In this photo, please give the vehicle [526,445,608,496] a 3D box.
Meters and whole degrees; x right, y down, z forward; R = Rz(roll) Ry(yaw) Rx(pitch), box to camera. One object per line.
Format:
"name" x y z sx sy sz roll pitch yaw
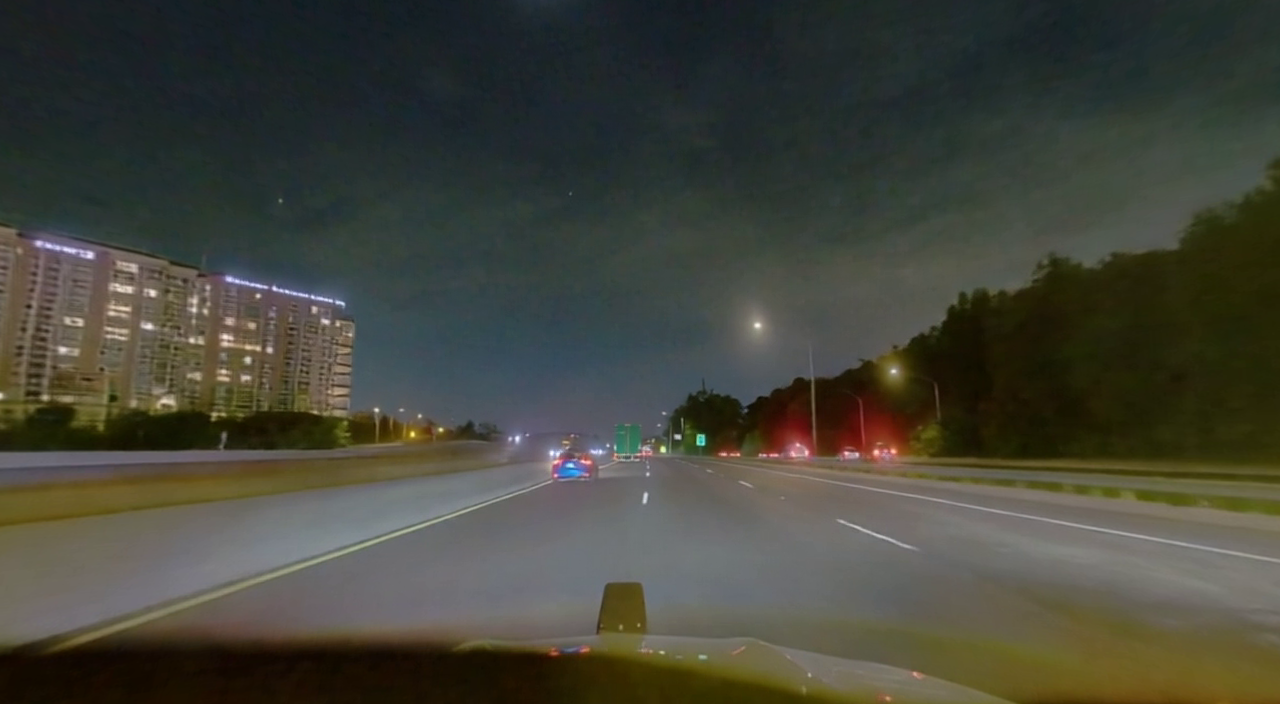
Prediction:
"vehicle" -2.252 3.838 20.764 2.039 1.478 4.483 0 -9 2
